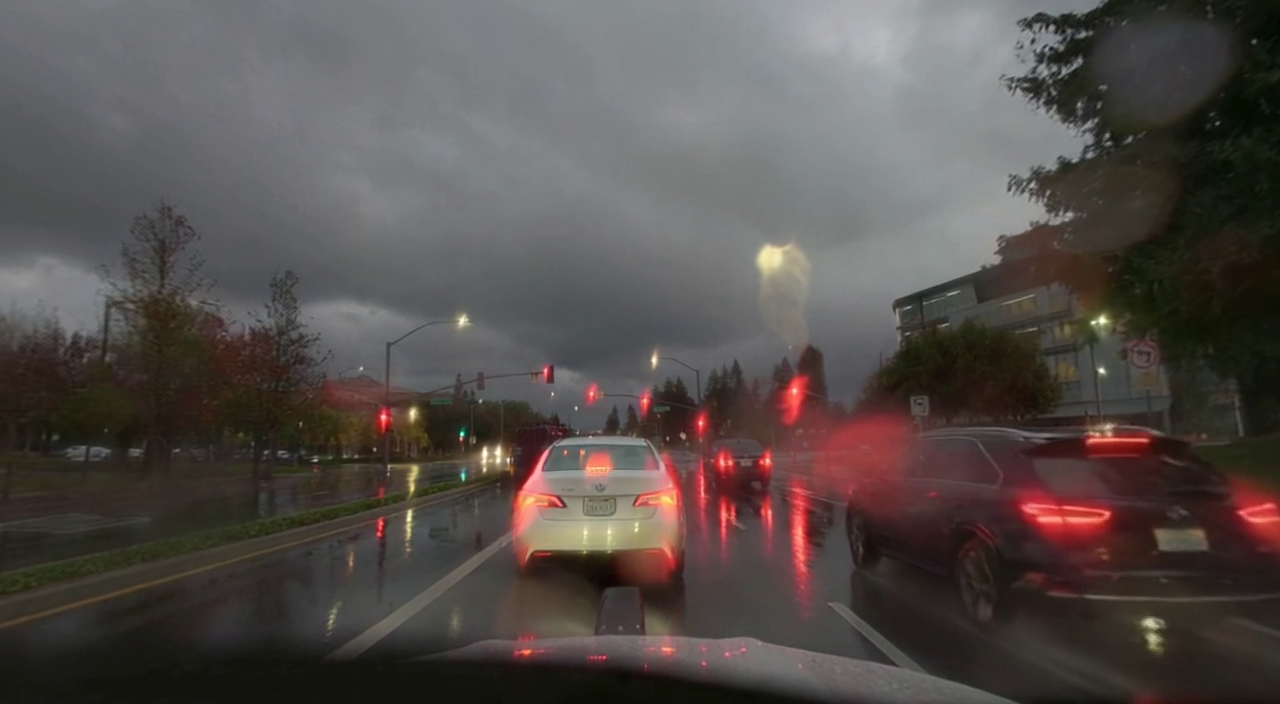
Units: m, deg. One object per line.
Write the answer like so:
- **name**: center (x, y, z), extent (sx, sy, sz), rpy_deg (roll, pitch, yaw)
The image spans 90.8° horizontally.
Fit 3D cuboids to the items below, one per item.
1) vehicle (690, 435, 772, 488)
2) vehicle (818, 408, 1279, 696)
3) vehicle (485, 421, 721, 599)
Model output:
- **vehicle**: center (2.873, 3.553, 20.834), extent (1.874, 1.556, 4.116), rpy_deg (0, -9, -3)
- **vehicle**: center (3.169, 1.354, 5.484), extent (1.910, 1.474, 4.263), rpy_deg (0, -9, -1)
- **vehicle**: center (-0.348, 1.613, 7.222), extent (2.006, 1.487, 3.535), rpy_deg (0, -9, -1)
